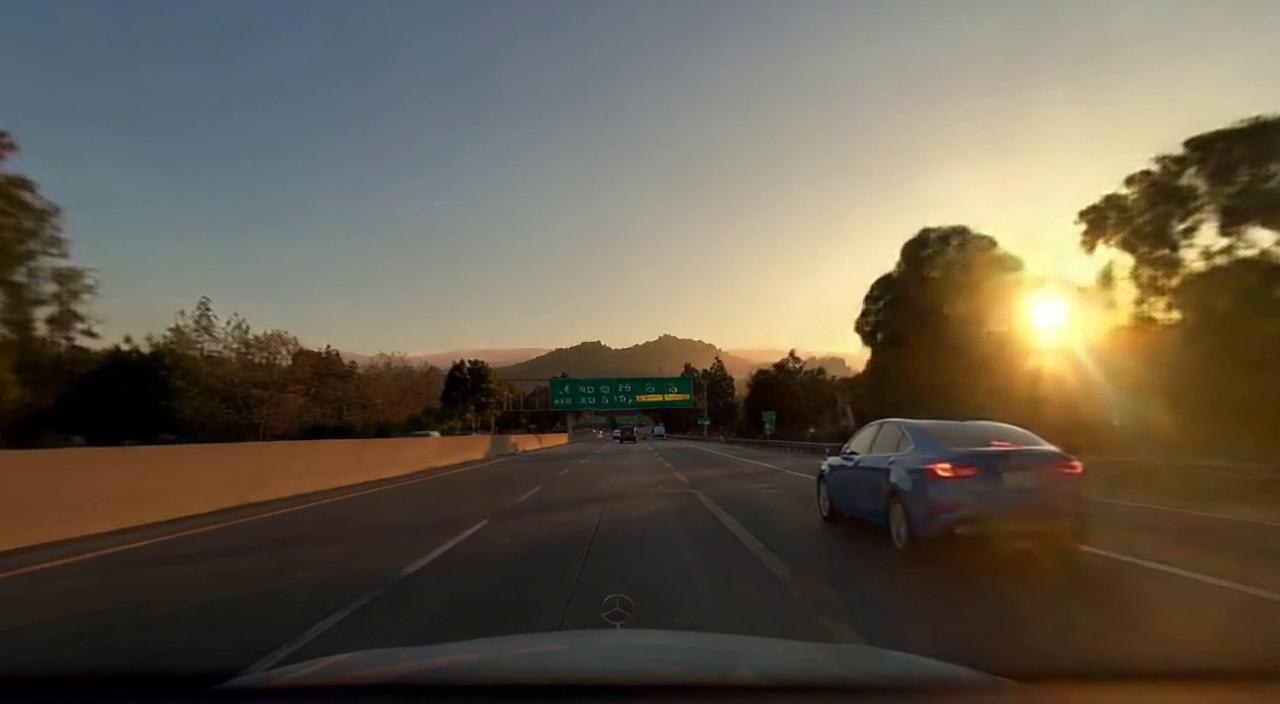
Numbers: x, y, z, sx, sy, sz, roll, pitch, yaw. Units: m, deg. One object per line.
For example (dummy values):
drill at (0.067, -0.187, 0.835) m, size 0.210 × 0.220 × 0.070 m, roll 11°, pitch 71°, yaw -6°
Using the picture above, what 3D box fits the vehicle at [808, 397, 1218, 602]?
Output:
vehicle at (3.423, 1.404, 6.890) m, size 1.973 × 1.563 × 3.959 m, roll 0°, pitch -8°, yaw -2°
